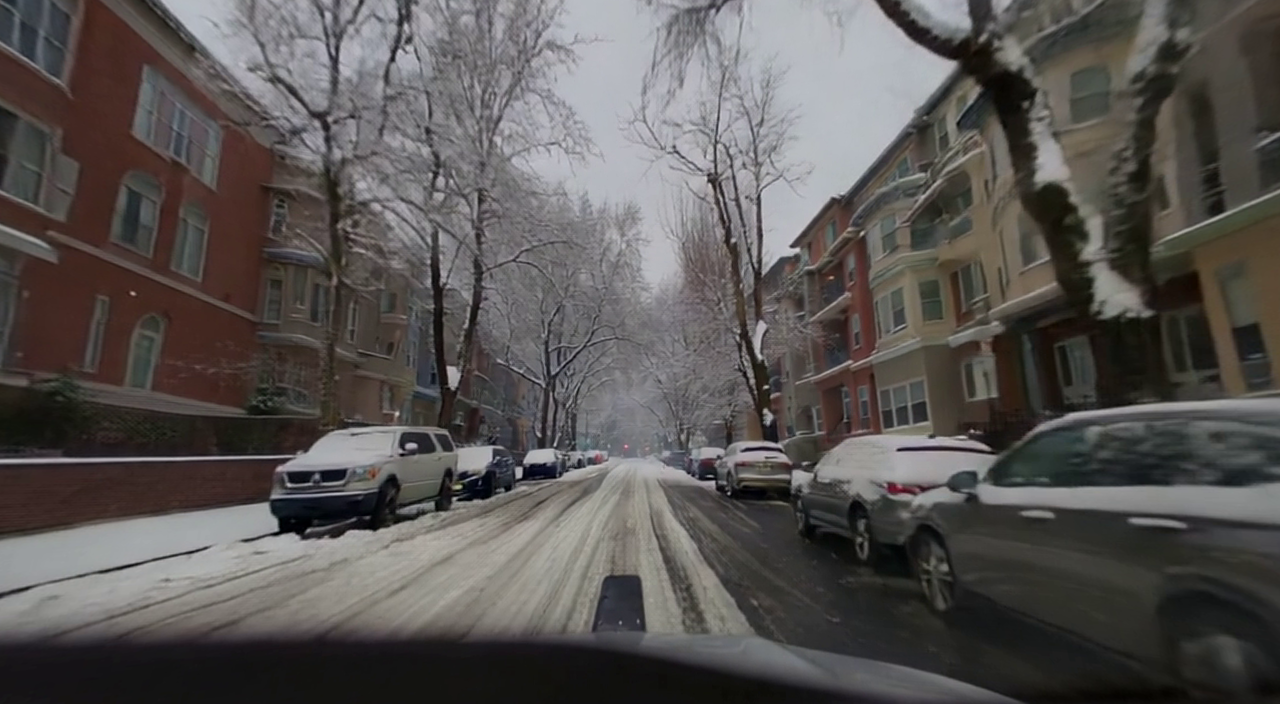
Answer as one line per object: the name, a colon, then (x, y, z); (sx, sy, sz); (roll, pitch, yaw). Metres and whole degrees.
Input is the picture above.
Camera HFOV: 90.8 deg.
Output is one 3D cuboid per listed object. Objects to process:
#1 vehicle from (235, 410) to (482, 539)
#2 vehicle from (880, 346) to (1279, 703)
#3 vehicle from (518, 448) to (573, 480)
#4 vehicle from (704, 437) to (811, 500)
vehicle: (-5.564, 2.557, 13.776); (2.596, 2.152, 5.689); (-1, -9, 2)
vehicle: (3.592, 1.105, 3.968); (2.216, 1.790, 5.077); (0, -8, 1)
vehicle: (-5.446, 6.518, 37.176); (2.222, 1.735, 5.215); (-1, -8, 2)
vehicle: (3.946, 4.054, 22.626); (2.473, 1.895, 6.050); (0, -8, -2)
